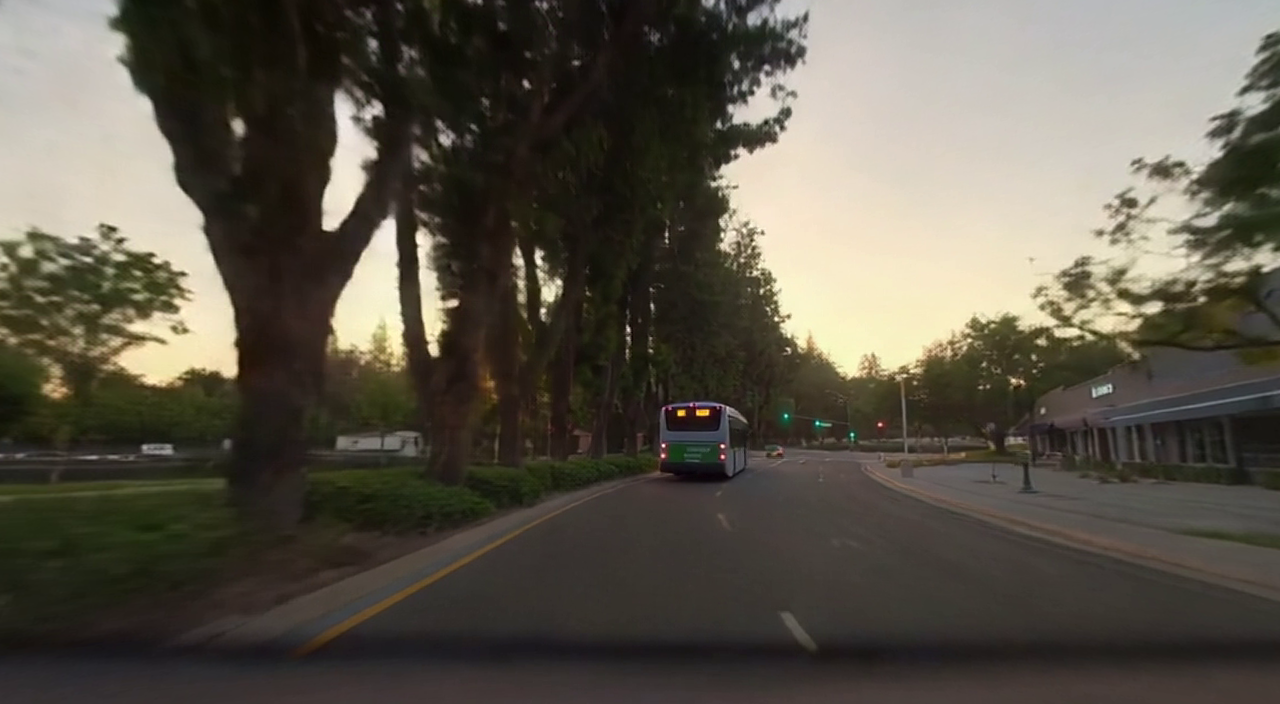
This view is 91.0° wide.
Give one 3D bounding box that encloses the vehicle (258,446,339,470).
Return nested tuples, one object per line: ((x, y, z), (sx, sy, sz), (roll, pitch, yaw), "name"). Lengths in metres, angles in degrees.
((-23.229, 7.184, 42.959), (1.798, 1.484, 4.546), (-5, -9, 29), "vehicle")

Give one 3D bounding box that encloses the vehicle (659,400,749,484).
((3.585, 4.619, 31.634), (3.031, 3.429, 11.005), (-1, -10, 14), "vehicle")
